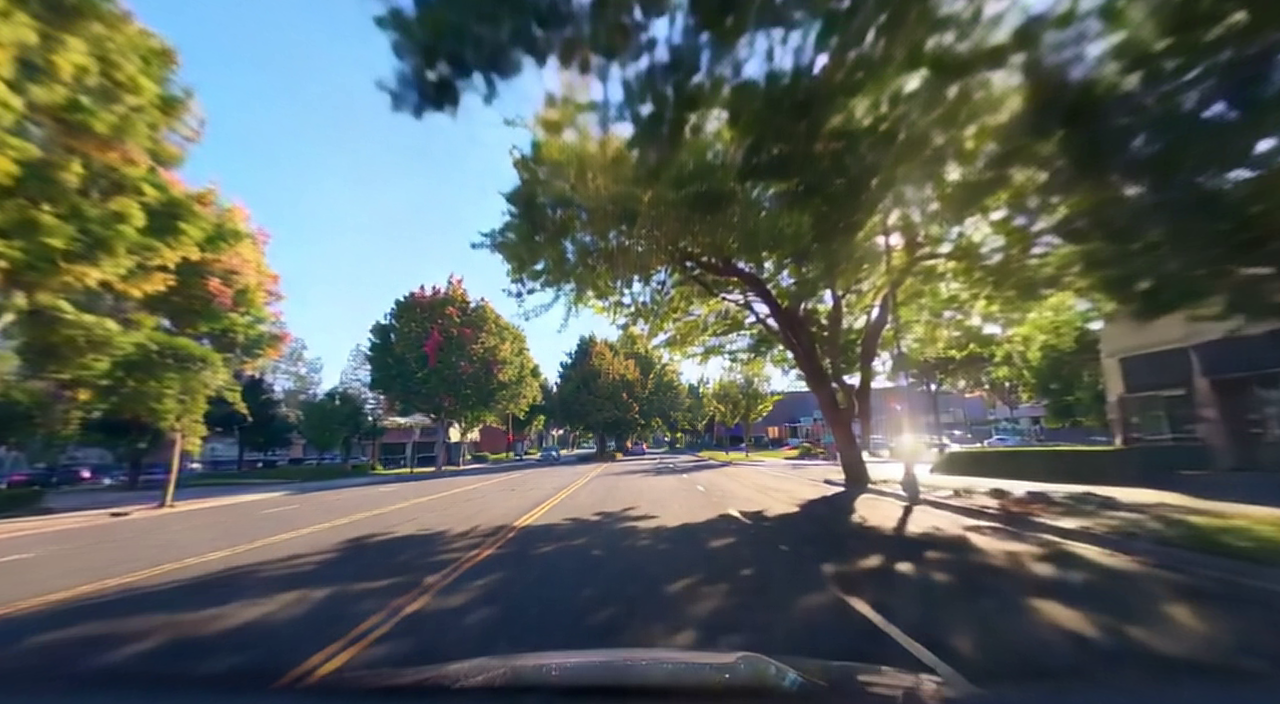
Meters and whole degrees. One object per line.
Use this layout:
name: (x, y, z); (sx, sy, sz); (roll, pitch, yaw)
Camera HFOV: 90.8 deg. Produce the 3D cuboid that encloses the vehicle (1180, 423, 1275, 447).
vehicle: (38.588, 5.474, 41.677); (1.860, 1.467, 4.614); (-1, -8, 2)
